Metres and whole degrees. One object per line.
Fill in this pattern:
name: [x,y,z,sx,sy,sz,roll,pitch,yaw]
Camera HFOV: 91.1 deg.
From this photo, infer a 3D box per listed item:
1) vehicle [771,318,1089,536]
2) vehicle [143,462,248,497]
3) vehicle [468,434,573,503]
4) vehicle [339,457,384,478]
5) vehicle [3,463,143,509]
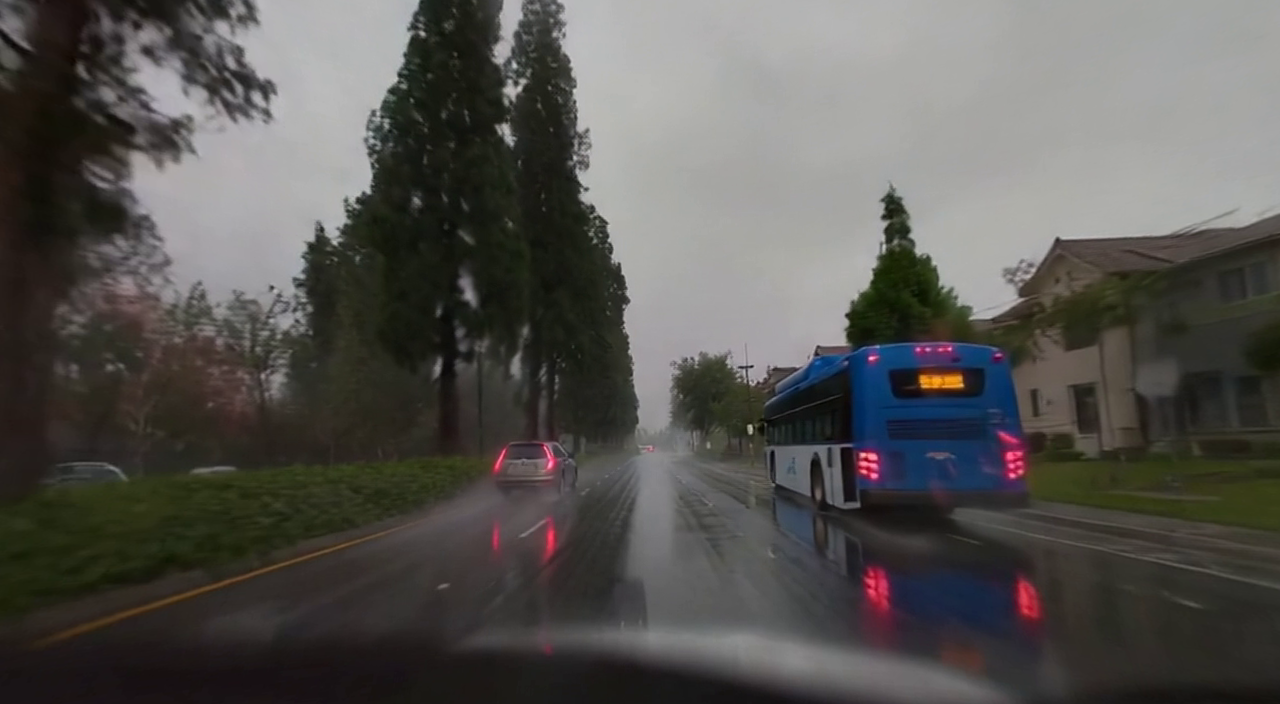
vehicle: [5.671,2.036,15.902,3.072,3.278,12.747,-1,-8,5]
vehicle: [-22.123,6.341,31.491,1.797,1.481,4.750,0,-8,0]
vehicle: [-3.332,3.329,18.435,2.111,1.767,4.333,0,-8,1]
vehicle: [-22.059,9.134,49.858,1.774,1.485,3.867,0,-8,1]
vehicle: [-22.161,5.207,24.763,1.781,1.553,3.896,0,-8,2]
